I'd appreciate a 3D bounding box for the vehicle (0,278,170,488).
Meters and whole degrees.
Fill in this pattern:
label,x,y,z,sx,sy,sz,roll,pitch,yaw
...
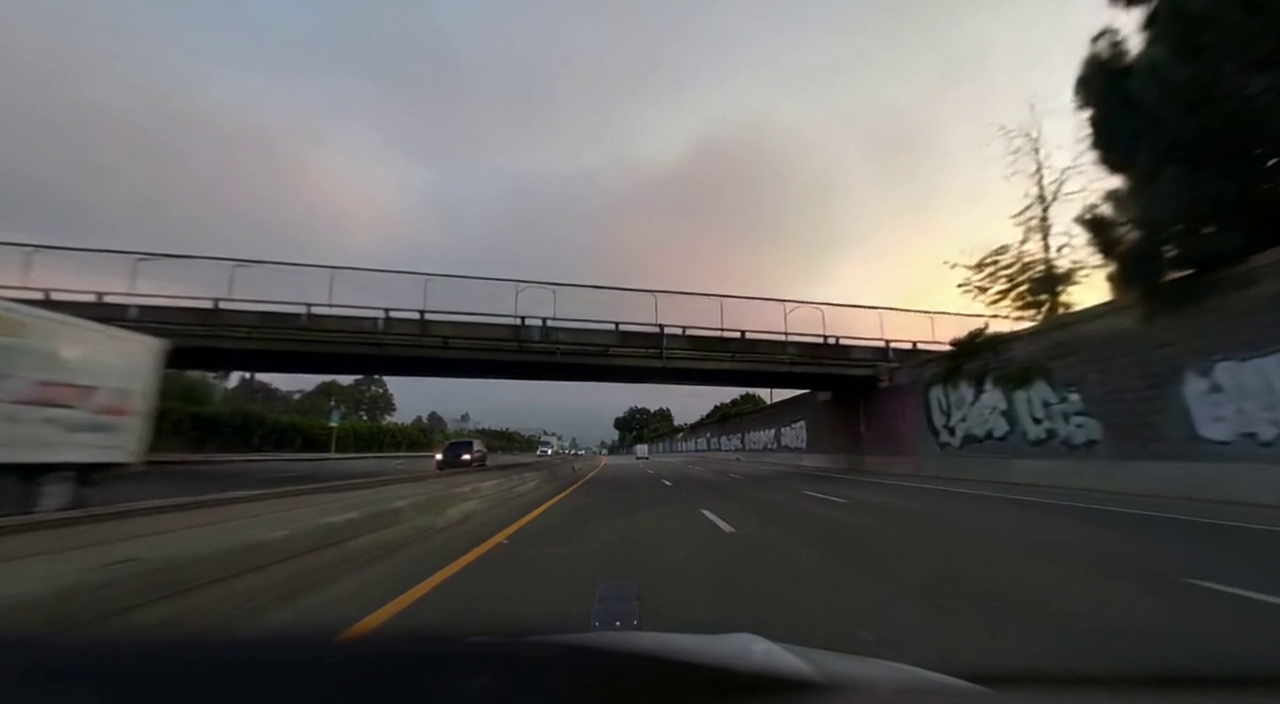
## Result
label,x,y,z,sx,sy,sz,roll,pitch,yaw
vehicle,-13.798,0.187,9.381,3.020,3.998,14.022,0,-9,-2

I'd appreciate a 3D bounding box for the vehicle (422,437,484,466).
label,x,y,z,sx,sy,sz,roll,pitch,yaw
vehicle,-10.028,5.393,34.003,2.164,1.479,4.067,0,-9,-1
